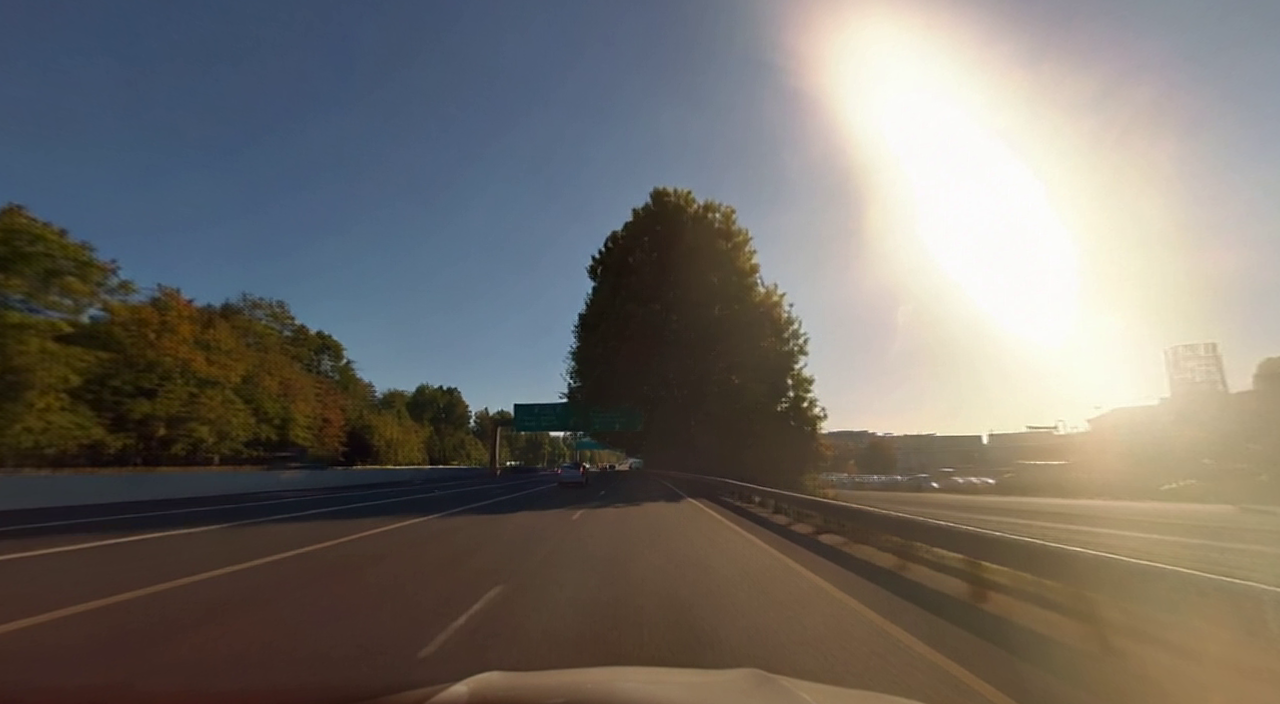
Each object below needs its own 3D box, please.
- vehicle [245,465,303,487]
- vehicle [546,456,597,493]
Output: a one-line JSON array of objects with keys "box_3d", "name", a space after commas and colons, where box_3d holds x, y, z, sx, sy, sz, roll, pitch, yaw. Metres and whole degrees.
[{"box_3d": [-26.086, 8.851, 45.027, 1.781, 1.418, 4.051, 1, -11, -1], "name": "vehicle"}, {"box_3d": [-3.340, 6.096, 31.428, 2.092, 1.642, 3.895, 1, -11, 0], "name": "vehicle"}]
